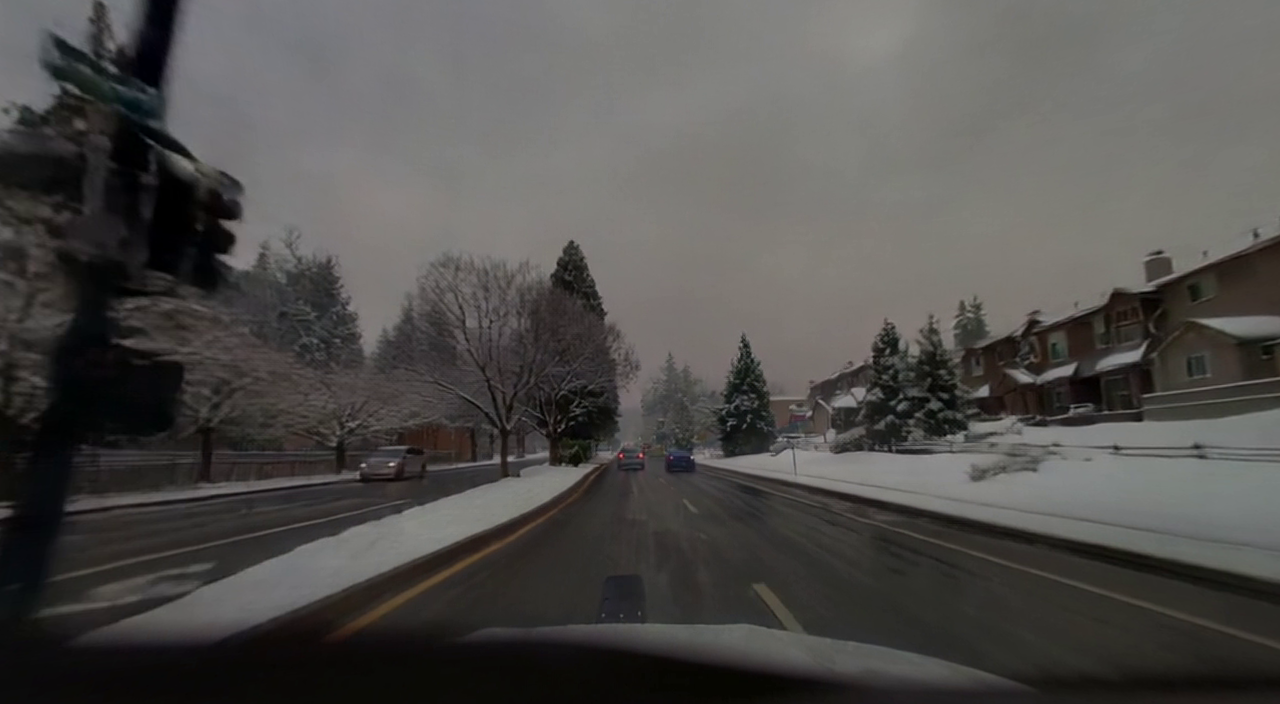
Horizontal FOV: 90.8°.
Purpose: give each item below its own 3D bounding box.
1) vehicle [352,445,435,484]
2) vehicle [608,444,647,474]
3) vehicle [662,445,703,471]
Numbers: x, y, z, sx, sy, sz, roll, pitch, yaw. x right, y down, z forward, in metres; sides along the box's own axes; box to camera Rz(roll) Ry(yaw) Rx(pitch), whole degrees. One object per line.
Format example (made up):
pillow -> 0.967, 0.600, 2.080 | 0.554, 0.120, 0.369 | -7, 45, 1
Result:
vehicle -> -11.609, 5.280, 30.150 | 2.107, 1.684, 4.707 | 0, -8, -1
vehicle -> -0.668, 5.811, 34.575 | 2.018, 1.511, 3.993 | 0, -8, -1
vehicle -> 2.606, 6.637, 39.732 | 2.057, 1.496, 4.401 | 0, -8, -2
